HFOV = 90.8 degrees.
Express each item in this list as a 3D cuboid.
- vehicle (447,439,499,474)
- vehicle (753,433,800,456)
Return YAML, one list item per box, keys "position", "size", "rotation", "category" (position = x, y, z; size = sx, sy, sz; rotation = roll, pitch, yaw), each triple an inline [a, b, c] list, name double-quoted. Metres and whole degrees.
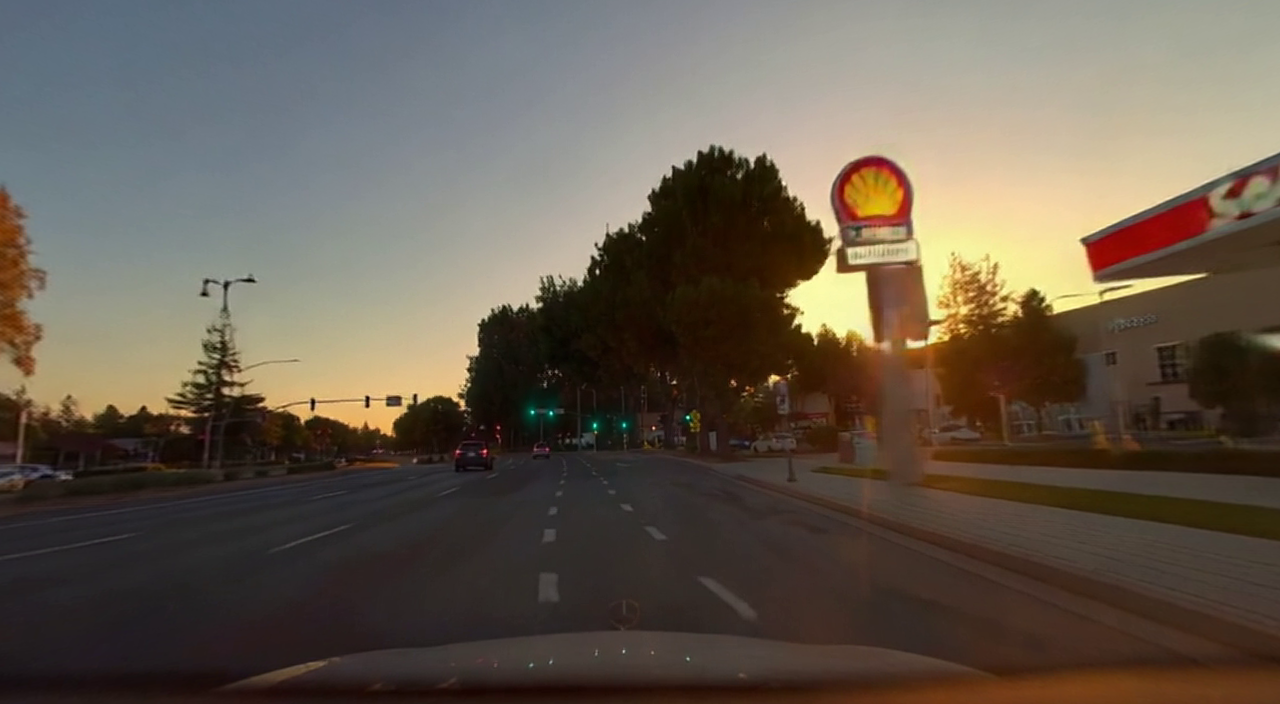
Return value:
- position: [-9.128, 5.743, 34.867]
  size: [1.985, 1.772, 4.479]
  rotation: [0, -9, -5]
  category: "vehicle"
- position: [9.660, 6.597, 45.050]
  size: [2.076, 1.505, 4.770]
  rotation: [-1, -8, -2]
  category: "vehicle"
